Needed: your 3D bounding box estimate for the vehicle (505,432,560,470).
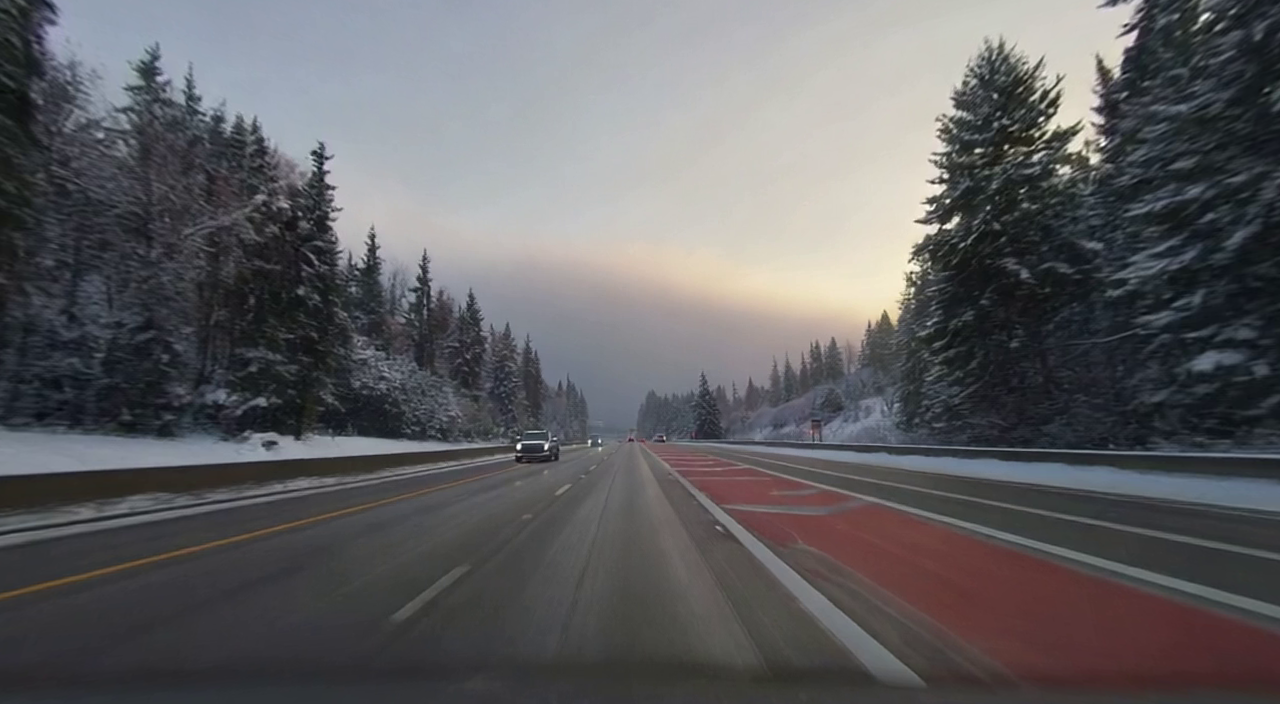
[{"bbox_3d":[-5.295,4.942,31.618,2.067,1.721,4.529,0,-8,-1],"label":"vehicle"}]
